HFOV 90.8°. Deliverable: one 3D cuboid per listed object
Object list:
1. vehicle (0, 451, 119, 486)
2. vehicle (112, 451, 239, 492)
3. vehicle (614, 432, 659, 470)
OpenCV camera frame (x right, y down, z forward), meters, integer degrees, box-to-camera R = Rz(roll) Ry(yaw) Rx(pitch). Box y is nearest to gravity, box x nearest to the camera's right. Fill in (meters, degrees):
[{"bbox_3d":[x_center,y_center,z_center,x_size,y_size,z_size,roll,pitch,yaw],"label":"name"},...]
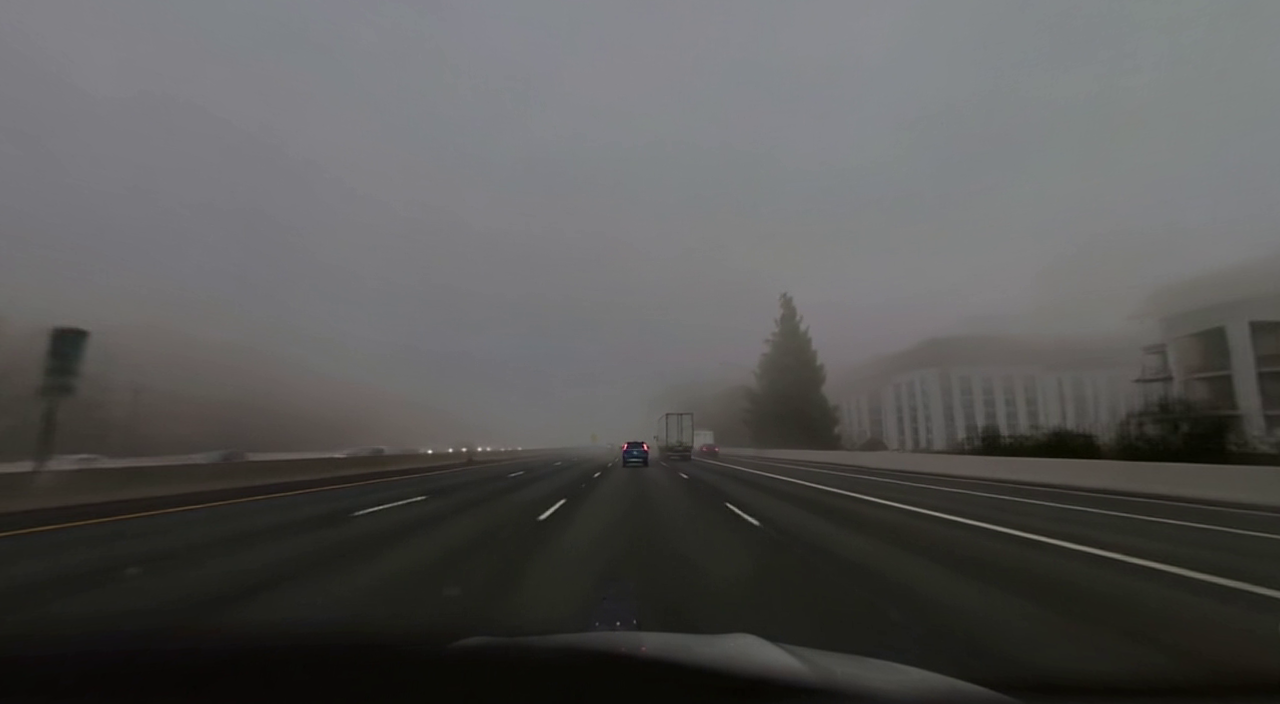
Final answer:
[{"bbox_3d":[-29.742,5.958,32.606,1.904,1.592,4.520,0,-8,-1],"label":"vehicle"},{"bbox_3d":[-18.400,4.717,25.309,1.898,1.438,4.179,0,-8,1],"label":"vehicle"},{"bbox_3d":[-0.230,5.414,34.639,2.297,1.912,4.355,0,-8,-1],"label":"vehicle"}]
